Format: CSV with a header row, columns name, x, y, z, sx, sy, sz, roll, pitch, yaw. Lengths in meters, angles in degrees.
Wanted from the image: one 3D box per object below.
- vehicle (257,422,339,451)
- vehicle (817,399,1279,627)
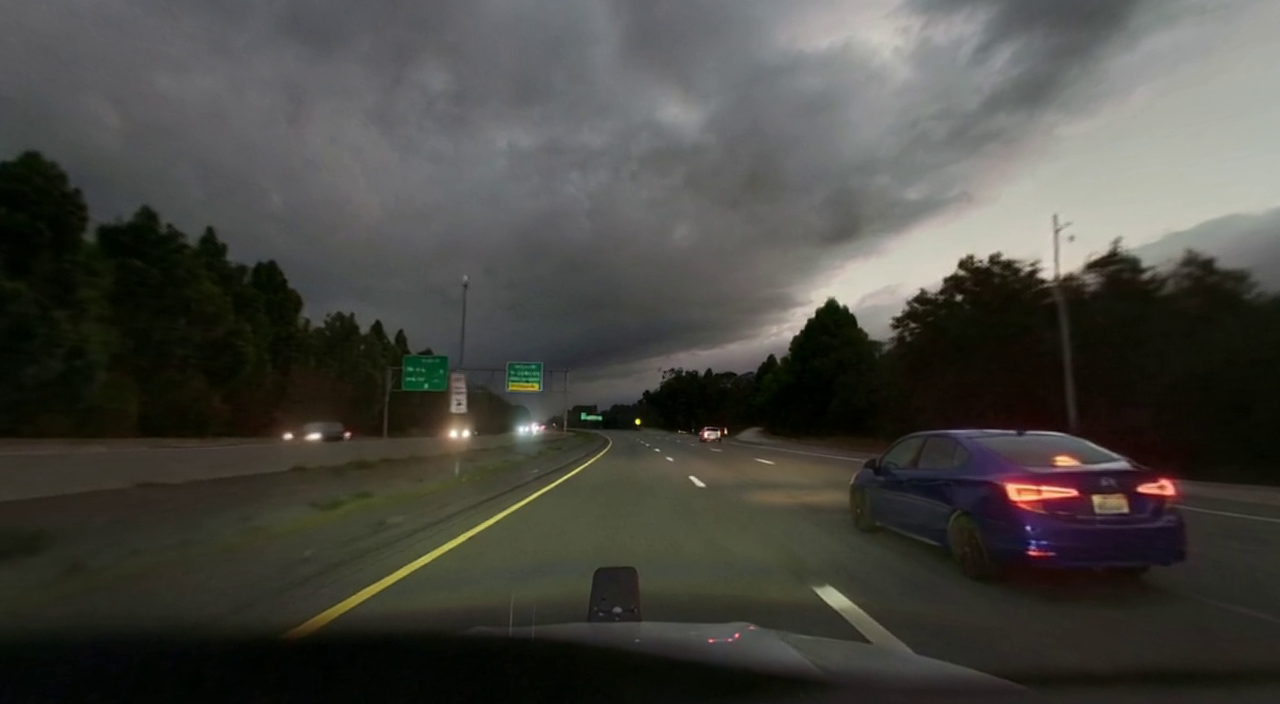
name,x,y,z,sx,sy,sz,roll,pitch,yaw
vehicle,-18.744,4.659,34.808,1.931,1.490,4.667,0,-8,-1
vehicle,3.365,1.305,6.191,1.977,1.443,4.225,0,-8,-1
